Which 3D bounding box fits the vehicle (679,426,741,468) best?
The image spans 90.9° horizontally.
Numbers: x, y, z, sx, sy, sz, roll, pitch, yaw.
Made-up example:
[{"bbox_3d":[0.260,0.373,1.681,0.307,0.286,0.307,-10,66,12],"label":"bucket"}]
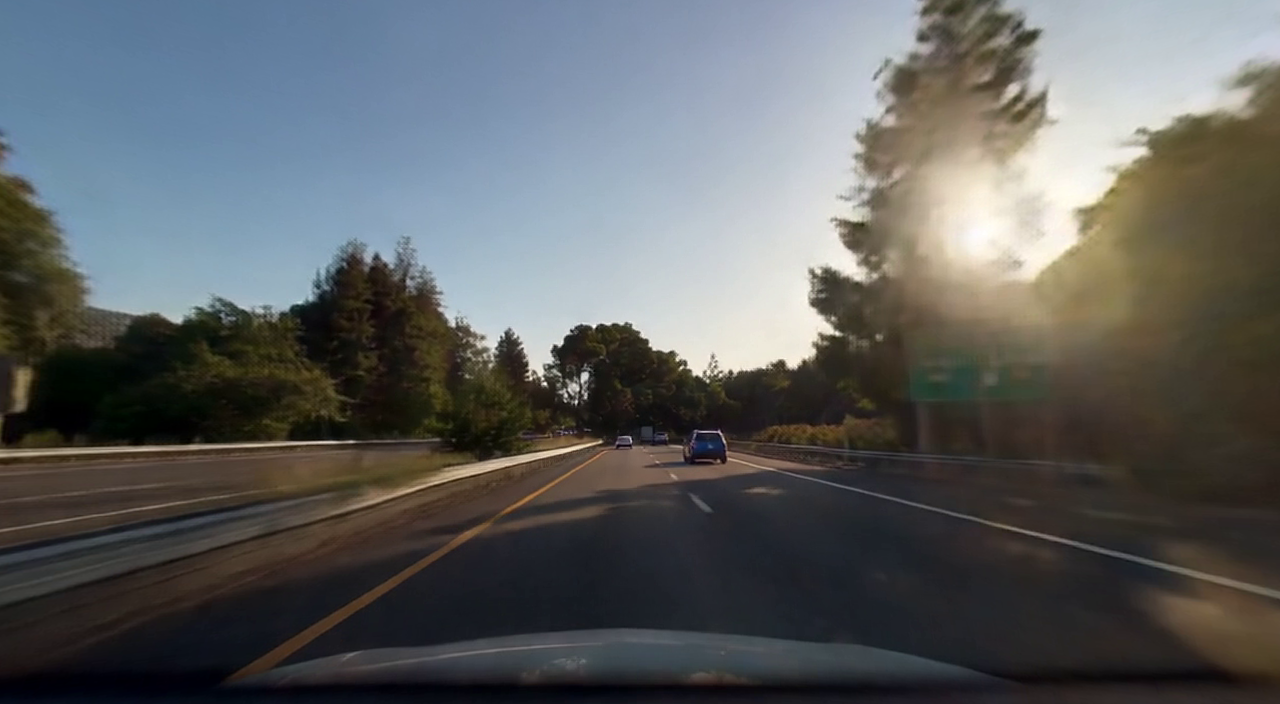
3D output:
[{"bbox_3d":[2.985,4.166,27.915,2.085,1.681,4.436,0,-7,-2],"label":"vehicle"}]
